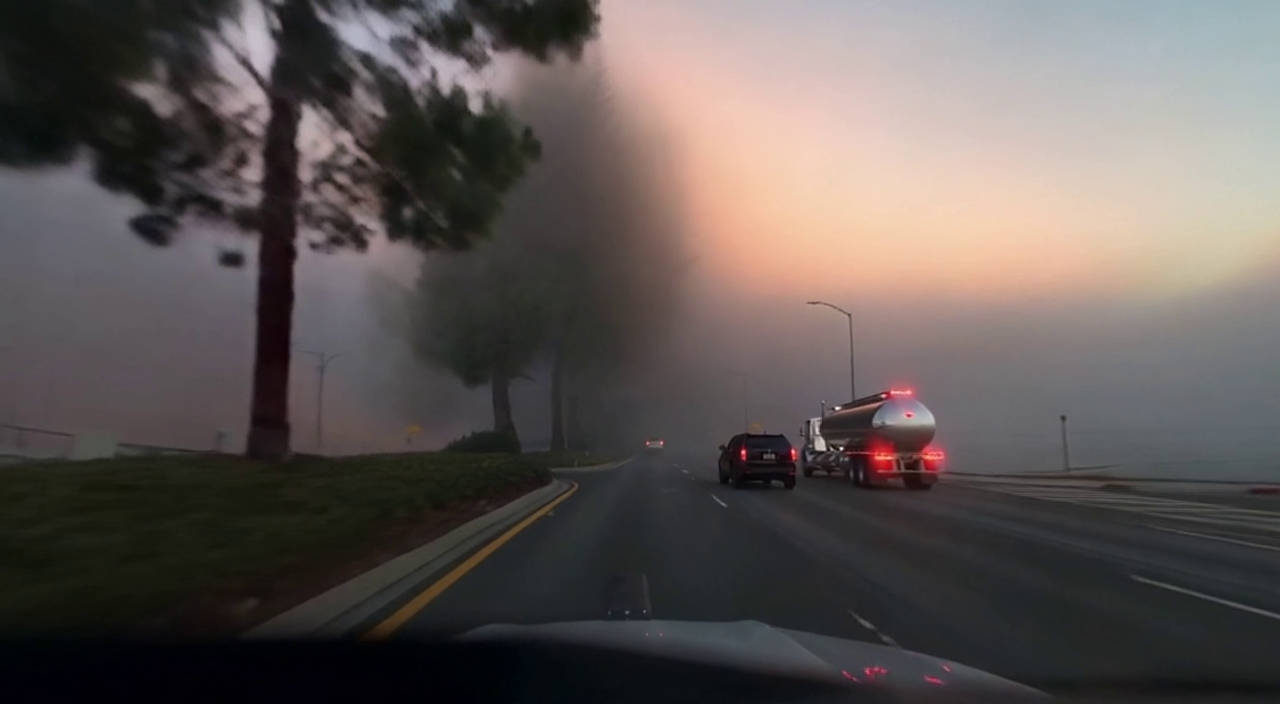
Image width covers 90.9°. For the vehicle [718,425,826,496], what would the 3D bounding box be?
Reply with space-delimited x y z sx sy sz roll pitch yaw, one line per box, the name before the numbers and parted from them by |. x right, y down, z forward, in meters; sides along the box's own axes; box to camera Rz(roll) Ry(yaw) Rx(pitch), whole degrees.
vehicle | 3.528 2.991 17.805 2.045 1.729 4.532 0 -8 0

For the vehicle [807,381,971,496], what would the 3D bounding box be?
vehicle | 7.837 2.863 20.917 2.849 3.207 6.275 0 -8 0
